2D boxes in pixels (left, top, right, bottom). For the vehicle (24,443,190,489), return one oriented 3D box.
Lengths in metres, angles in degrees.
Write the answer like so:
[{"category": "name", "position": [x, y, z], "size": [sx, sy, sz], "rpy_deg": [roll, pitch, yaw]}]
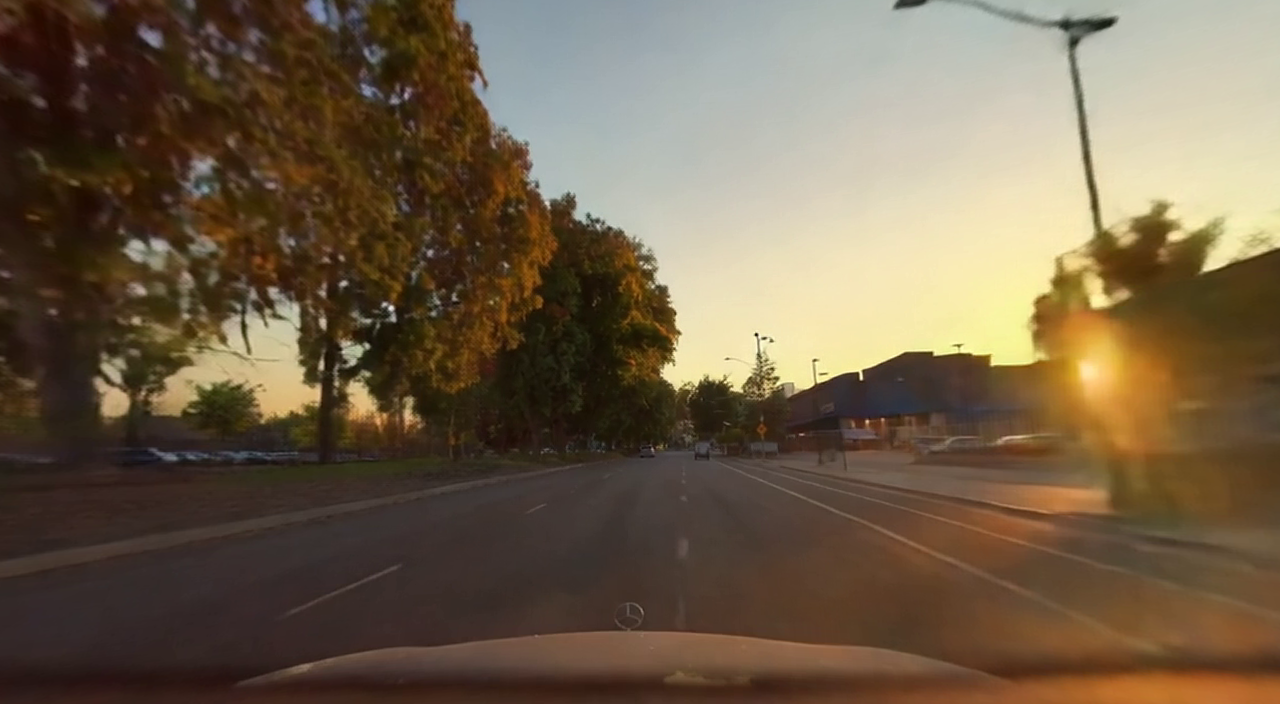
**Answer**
[{"category": "vehicle", "position": [-23.569, 5.059, 28.315], "size": [2.162, 1.818, 5.758], "rpy_deg": [-1, -9, 4]}]
